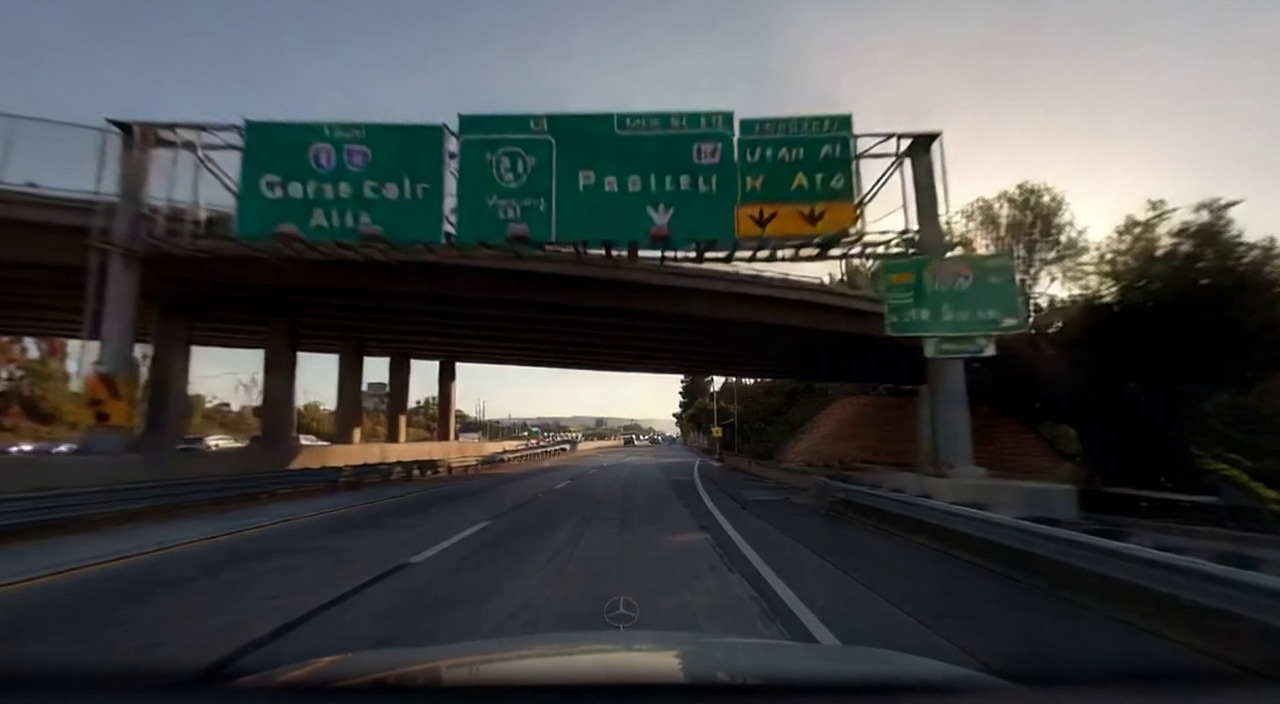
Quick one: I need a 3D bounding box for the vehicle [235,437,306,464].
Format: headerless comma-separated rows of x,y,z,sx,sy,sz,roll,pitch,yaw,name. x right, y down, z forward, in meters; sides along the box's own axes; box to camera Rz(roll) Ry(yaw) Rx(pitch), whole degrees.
-22.362,5.968,38.411,2.271,1.537,4.029,1,-8,-7,vehicle

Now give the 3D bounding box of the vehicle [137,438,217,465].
-27.667,5.944,37.942,1.829,1.520,4.505,1,-8,-8,vehicle
